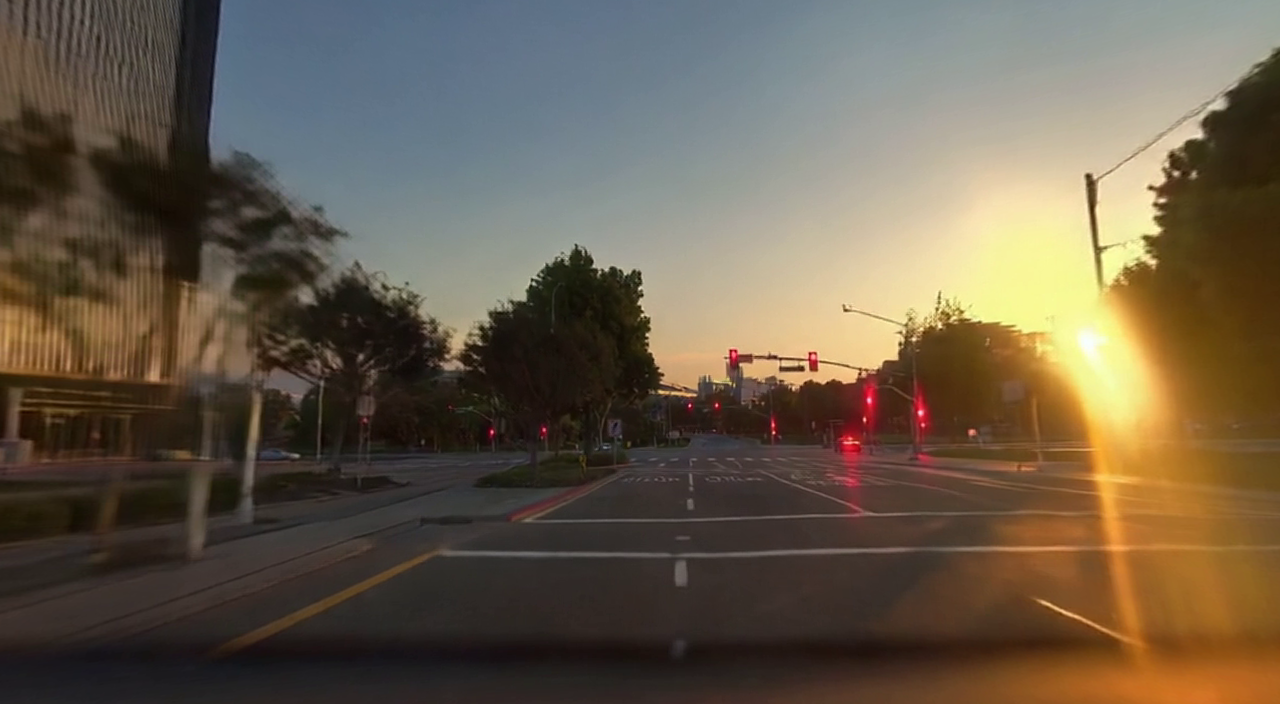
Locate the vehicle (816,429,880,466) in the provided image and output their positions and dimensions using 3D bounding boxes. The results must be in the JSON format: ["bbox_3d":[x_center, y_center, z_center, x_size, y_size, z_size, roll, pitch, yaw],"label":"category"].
[{"bbox_3d":[11.357,5.257,34.837,2.156,1.881,4.743,0,-9,4],"label":"vehicle"}]
